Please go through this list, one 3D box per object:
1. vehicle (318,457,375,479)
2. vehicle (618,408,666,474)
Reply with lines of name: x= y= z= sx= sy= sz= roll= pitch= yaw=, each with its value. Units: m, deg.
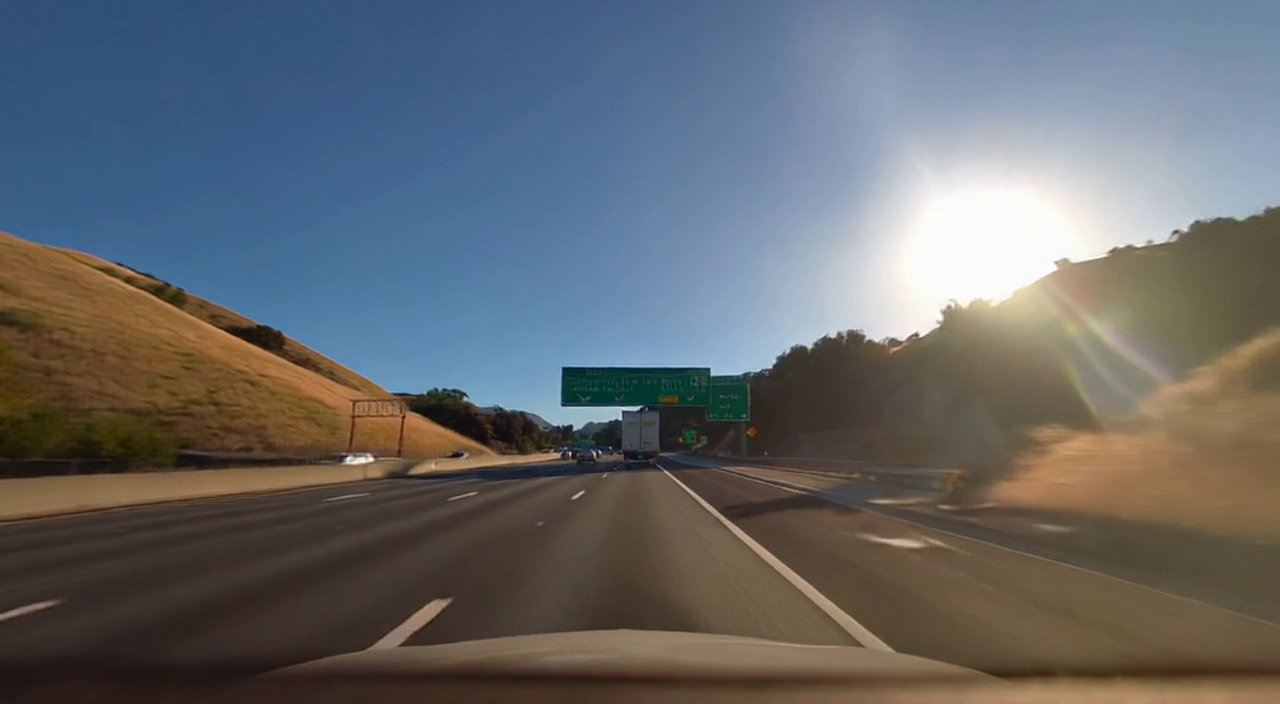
vehicle: x=-21.706 y=8.575 z=46.785 sx=2.020 sy=1.500 sz=4.501 roll=0 pitch=-9 yaw=2
vehicle: x=0.236 y=6.552 z=45.761 sx=3.039 sy=4.131 sz=11.822 roll=0 pitch=-9 yaw=1
